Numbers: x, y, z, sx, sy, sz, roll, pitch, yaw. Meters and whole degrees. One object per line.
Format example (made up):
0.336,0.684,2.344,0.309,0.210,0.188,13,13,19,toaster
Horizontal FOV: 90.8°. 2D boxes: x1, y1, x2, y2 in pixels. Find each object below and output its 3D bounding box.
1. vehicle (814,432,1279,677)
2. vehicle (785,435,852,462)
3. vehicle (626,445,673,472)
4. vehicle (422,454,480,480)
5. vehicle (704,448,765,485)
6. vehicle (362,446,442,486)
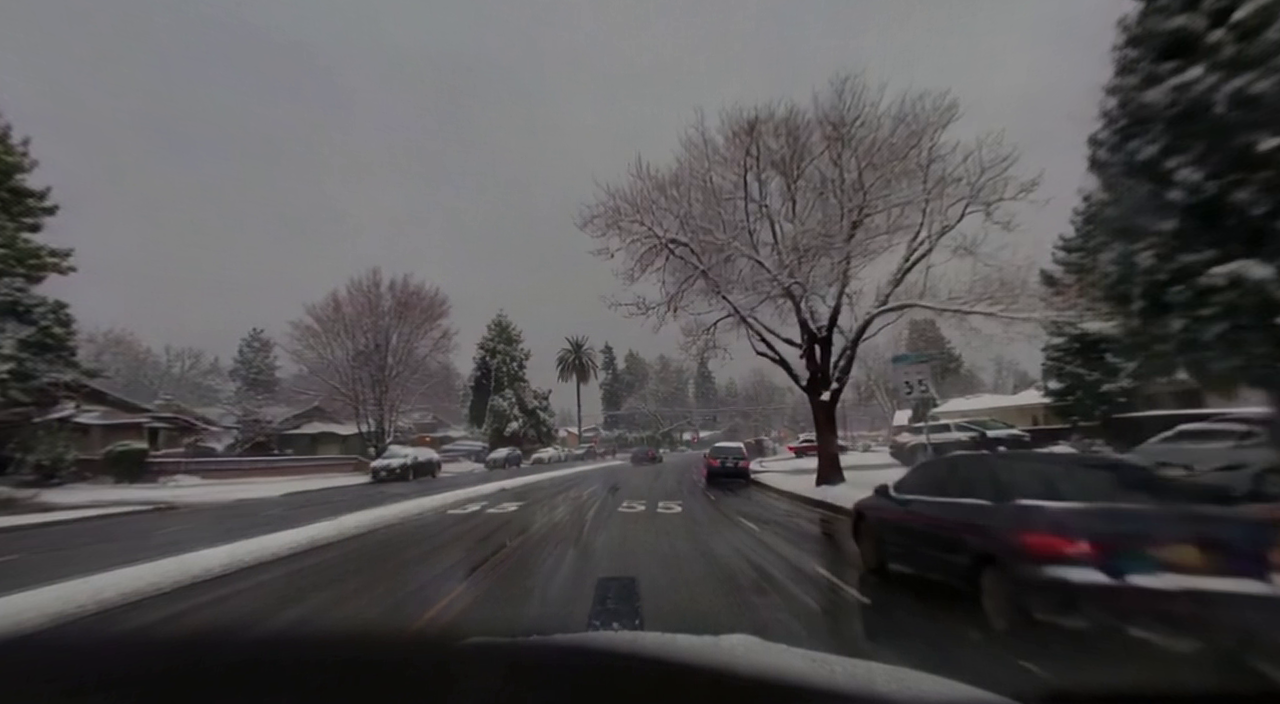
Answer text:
3.567,1.608,6.338,2.025,1.456,4.865,0,-9,-3,vehicle
13.245,7.211,47.016,4.557,1.795,1.986,-5,-10,16,vehicle
0.624,6.212,36.920,2.035,1.474,4.284,-2,-9,10,vehicle
-12.162,7.415,40.996,1.866,1.501,4.681,-1,-9,7,vehicle
3.900,4.800,26.805,2.037,1.425,4.621,0,-9,2,vehicle
-12.897,6.227,34.689,2.131,1.902,4.924,-3,-10,5,vehicle
